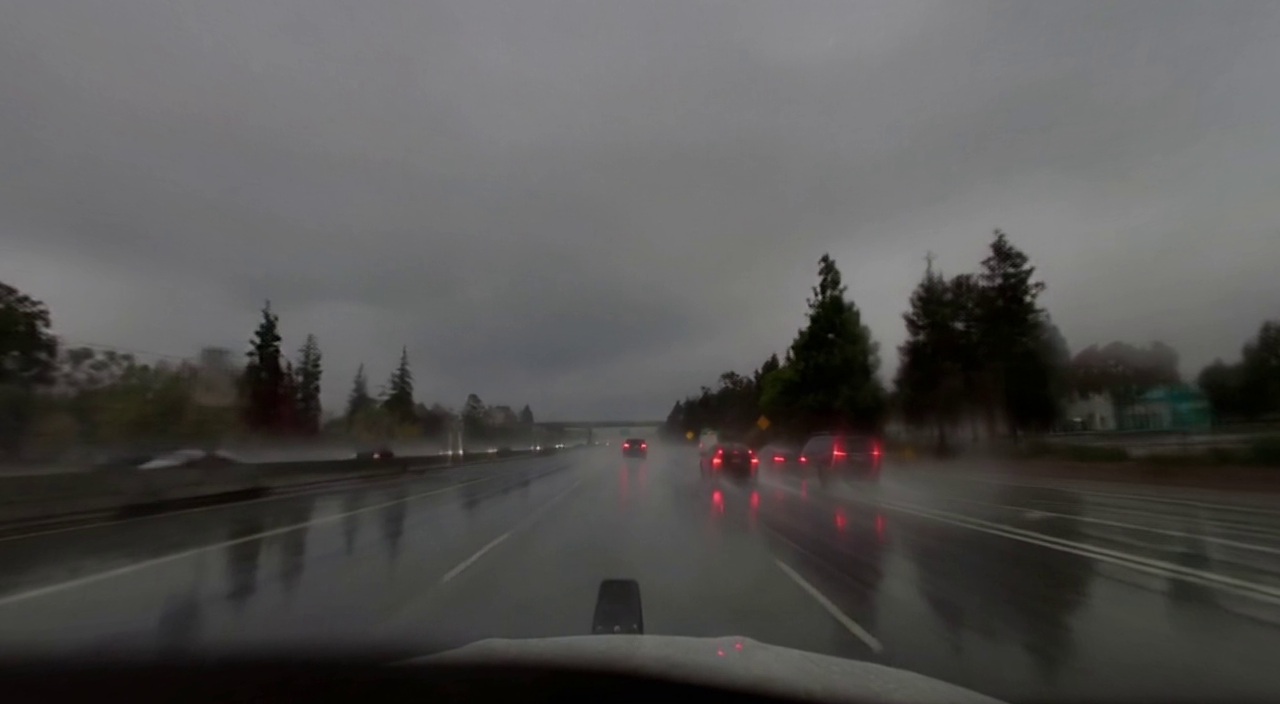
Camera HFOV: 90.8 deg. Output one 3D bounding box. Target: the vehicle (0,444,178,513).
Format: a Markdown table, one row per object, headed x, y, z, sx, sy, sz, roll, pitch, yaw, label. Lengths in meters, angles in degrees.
| x | y | z | sx | sy | sz | roll | pitch | yaw | label |
| --- | --- | --- | --- | --- | --- | --- | --- | --- | --- |
| -16.075 | 3.495 | 18.156 | 1.923 | 1.600 | 4.960 | 1 | -8 | -1 | vehicle |

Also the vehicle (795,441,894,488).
| x | y | z | sx | sy | sz | roll | pitch | yaw | label |
| --- | --- | --- | --- | --- | --- | --- | --- | --- | --- |
| 7.158 | 3.960 | 22.657 | 1.946 | 1.497 | 4.467 | 0 | -8 | -1 | vehicle |

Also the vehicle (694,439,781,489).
| x | y | z | sx | sy | sz | roll | pitch | yaw | label |
| --- | --- | --- | --- | --- | --- | --- | --- | --- | --- |
| 3.149 | 3.736 | 21.465 | 2.076 | 1.472 | 4.562 | 0 | -8 | -2 | vehicle |
